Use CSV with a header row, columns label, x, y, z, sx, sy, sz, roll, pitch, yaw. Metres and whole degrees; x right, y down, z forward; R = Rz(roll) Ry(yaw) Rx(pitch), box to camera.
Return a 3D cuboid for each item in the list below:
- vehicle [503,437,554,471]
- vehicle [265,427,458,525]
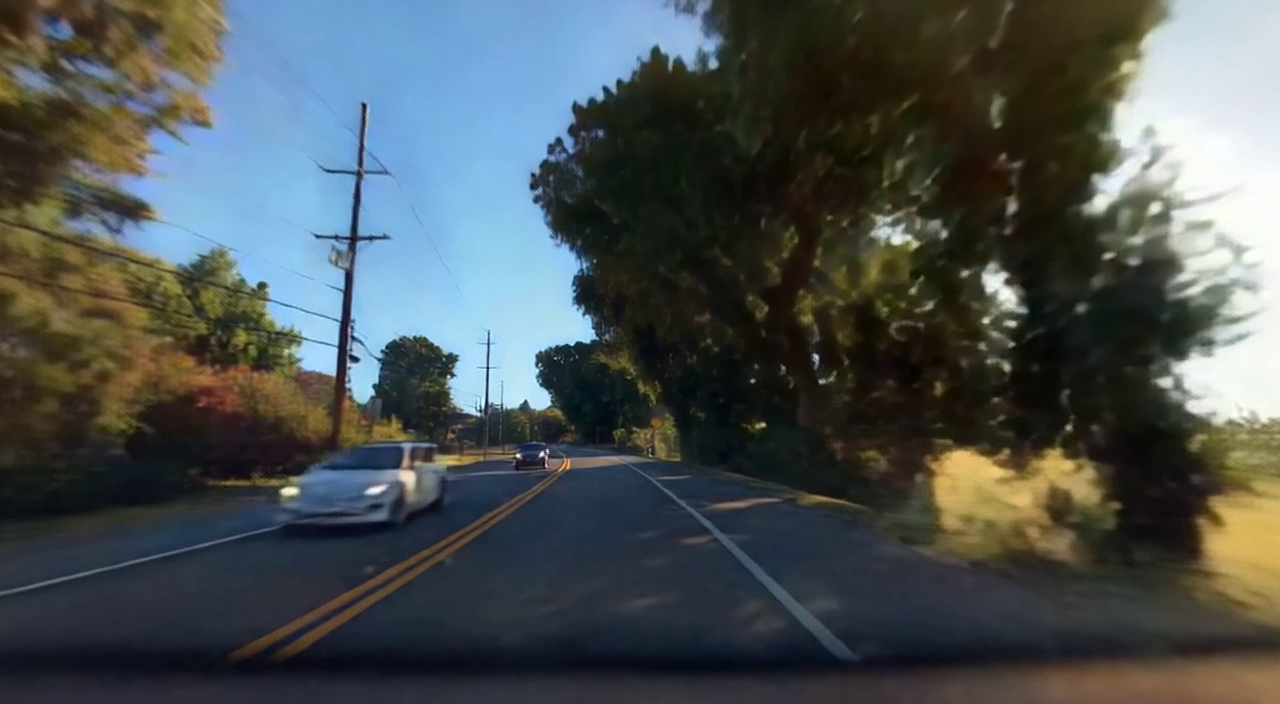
label,x,y,z,sx,sy,sz,roll,pitch,yaw
vehicle,-5.859,5.392,33.692,2.165,1.648,4.605,1,-8,-4
vehicle,-5.486,2.479,13.236,2.143,1.694,4.326,0,-8,-2
